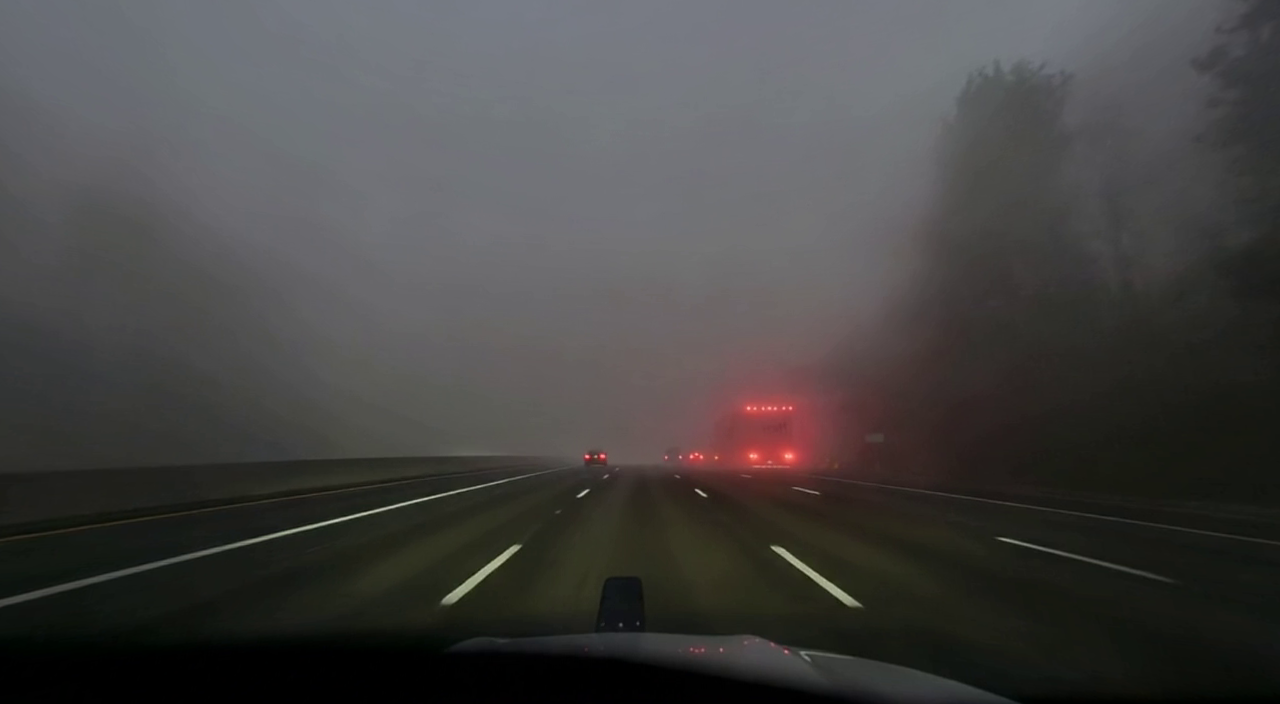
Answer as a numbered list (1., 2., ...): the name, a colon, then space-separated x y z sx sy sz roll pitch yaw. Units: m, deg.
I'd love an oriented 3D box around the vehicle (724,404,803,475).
1. vehicle: 8.319 6.357 44.962 2.912 4.143 15.538 0 -9 1
